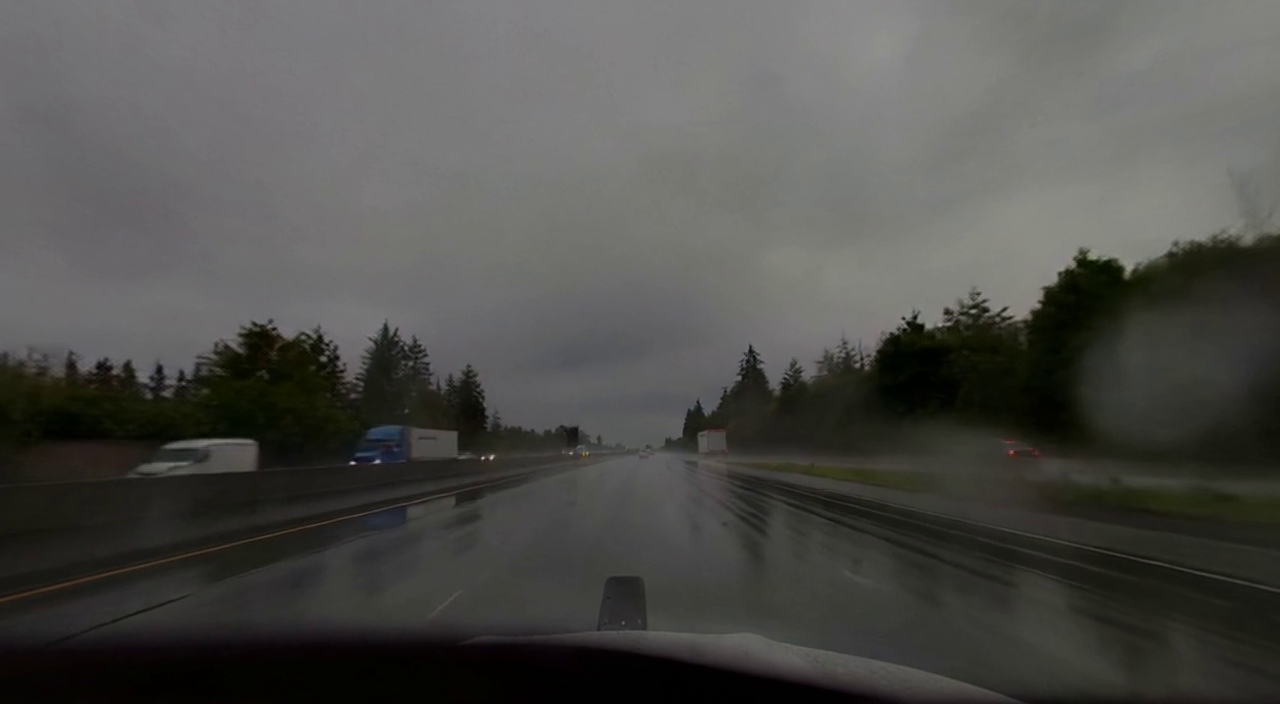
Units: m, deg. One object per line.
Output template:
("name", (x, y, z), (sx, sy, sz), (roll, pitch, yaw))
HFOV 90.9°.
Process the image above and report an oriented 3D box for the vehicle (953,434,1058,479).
("vehicle", (16.053, 4.618, 27.899), (2.038, 1.823, 3.744), (1, -9, -7))
